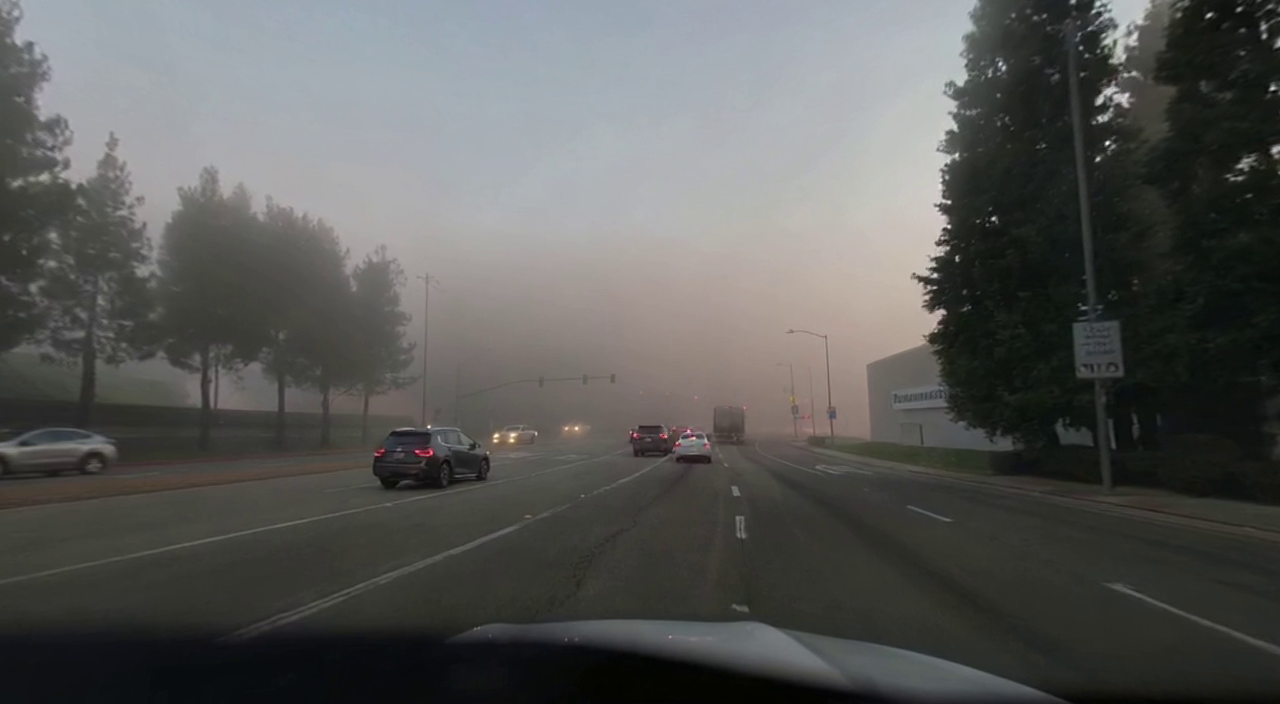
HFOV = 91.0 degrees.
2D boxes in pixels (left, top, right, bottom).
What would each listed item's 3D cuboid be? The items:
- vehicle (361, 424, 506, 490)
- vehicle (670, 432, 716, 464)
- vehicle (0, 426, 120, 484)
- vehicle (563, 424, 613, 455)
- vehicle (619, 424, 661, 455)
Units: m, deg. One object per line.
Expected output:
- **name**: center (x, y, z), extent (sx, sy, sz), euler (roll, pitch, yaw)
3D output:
- **vehicle**: center (-5.299, 2.765, 16.865), extent (2.010, 1.515, 4.152), euler (-1, -9, 8)
- **vehicle**: center (2.790, 4.917, 32.372), extent (2.109, 1.500, 4.585), euler (-1, -9, 8)
- **vehicle**: center (-20.162, 3.346, 20.636), extent (1.969, 1.738, 4.539), euler (-1, -9, 7)
- **vehicle**: center (-3.050, 5.366, 38.375), extent (2.078, 1.787, 5.006), euler (-1, -9, 6)
- **vehicle**: center (0.053, 5.646, 40.476), extent (2.188, 1.892, 4.488), euler (-1, -9, 6)
